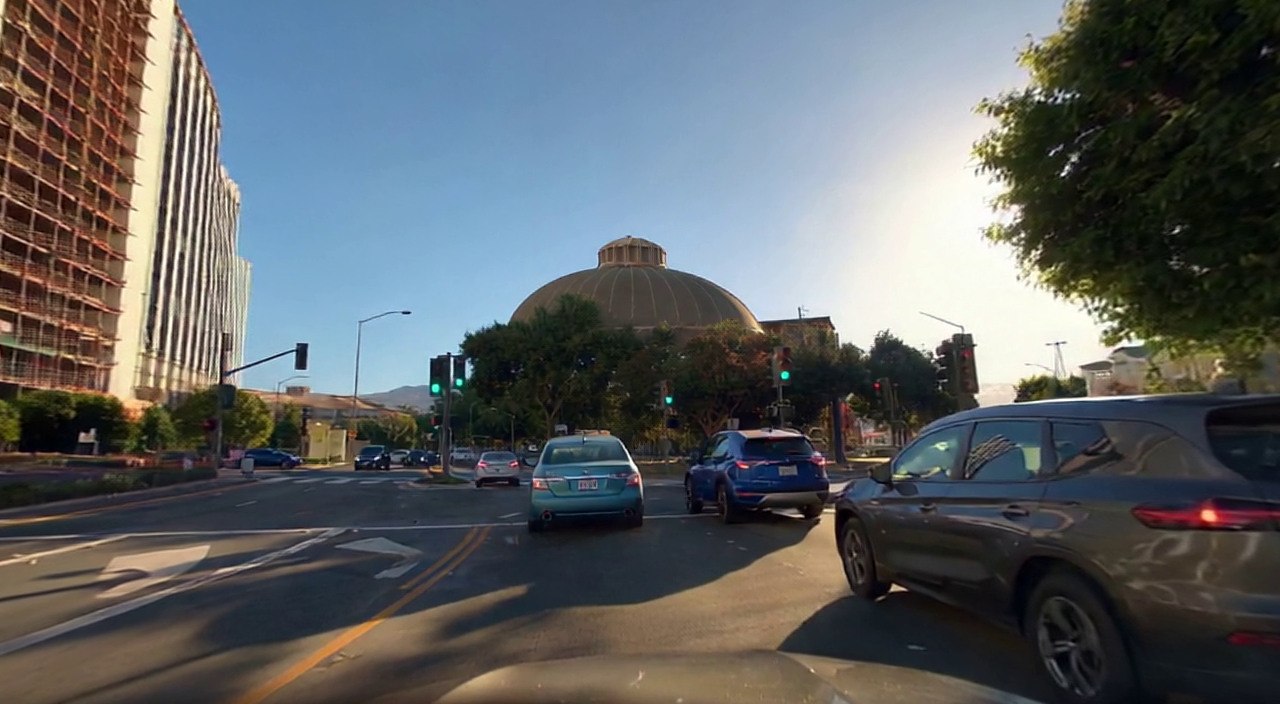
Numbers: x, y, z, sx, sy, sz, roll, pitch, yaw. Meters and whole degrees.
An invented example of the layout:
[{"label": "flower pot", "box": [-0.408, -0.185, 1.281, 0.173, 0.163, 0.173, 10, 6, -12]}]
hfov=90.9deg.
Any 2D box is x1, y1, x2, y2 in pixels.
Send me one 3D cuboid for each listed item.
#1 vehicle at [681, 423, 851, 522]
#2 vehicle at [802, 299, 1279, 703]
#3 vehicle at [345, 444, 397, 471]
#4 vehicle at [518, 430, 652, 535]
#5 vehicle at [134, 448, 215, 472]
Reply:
[{"label": "vehicle", "box": [2.393, 2.452, 13.361, 2.103, 1.710, 4.396, 1, -9, -9]}, {"label": "vehicle", "box": [3.078, 1.068, 4.419, 2.320, 1.772, 4.872, 0, -9, -3]}, {"label": "vehicle", "box": [-18.223, 7.156, 42.947, 2.303, 1.692, 4.571, 1, -9, -11]}, {"label": "vehicle", "box": [-1.204, 2.365, 12.029, 2.132, 1.632, 3.889, 1, -9, -10]}, {"label": "vehicle", "box": [-32.838, 7.606, 44.460, 4.653, 1.459, 2.228, -2, -8, 18]}]
